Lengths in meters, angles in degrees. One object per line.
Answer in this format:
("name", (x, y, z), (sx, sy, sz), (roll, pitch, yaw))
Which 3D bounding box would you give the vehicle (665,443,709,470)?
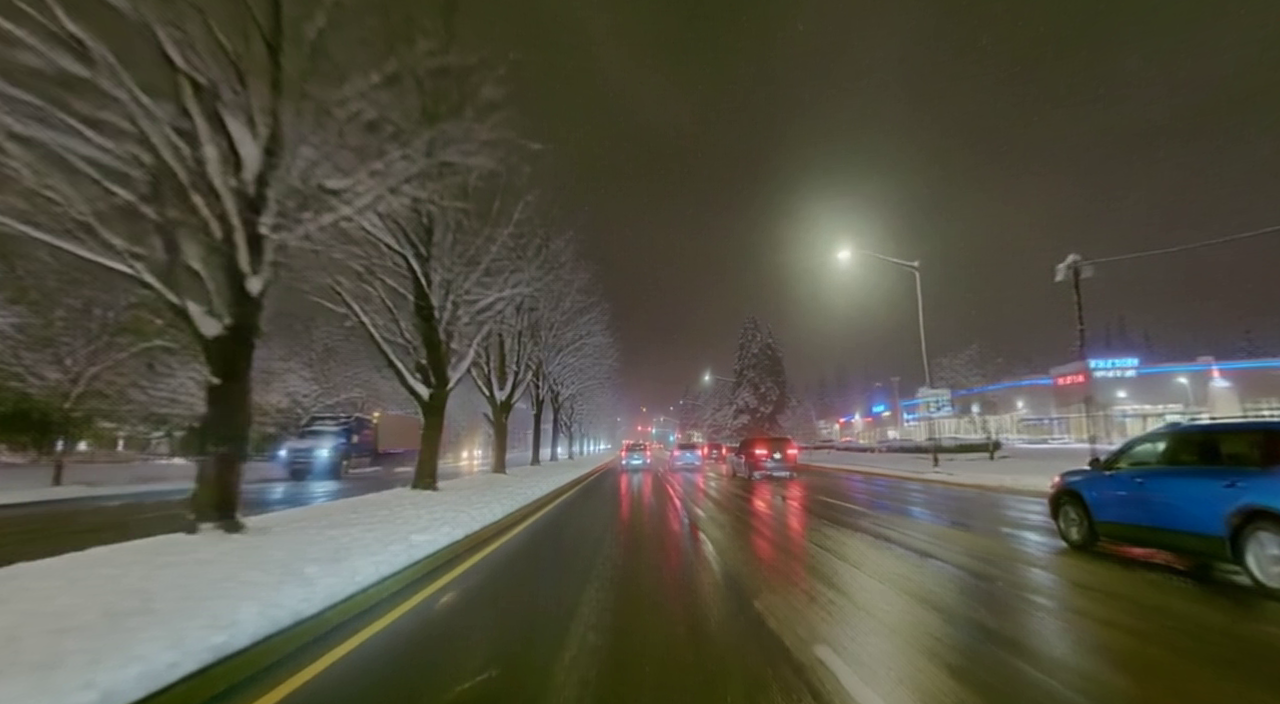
("vehicle", (2.514, 5.715, 34.685), (1.970, 1.402, 3.756), (0, -8, -2))

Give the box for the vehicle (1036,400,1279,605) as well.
("vehicle", (6.165, 1.351, 6.036), (1.949, 1.647, 4.261), (0, -8, 0))

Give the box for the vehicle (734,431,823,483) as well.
("vehicle", (5.163, 3.991, 24.285), (2.140, 1.811, 4.593), (0, -8, -3))

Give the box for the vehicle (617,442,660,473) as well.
("vehicle", (-0.114, 5.292, 31.908), (2.056, 1.440, 3.798), (0, -8, -1))

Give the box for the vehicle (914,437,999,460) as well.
("vehicle", (19.990, 6.105, 40.041), (4.342, 1.388, 1.946), (0, -8, -2))

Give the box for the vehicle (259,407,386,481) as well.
("vehicle", (-19.319, 5.722, 39.338), (2.999, 4.017, 8.806), (0, -8, 2))
